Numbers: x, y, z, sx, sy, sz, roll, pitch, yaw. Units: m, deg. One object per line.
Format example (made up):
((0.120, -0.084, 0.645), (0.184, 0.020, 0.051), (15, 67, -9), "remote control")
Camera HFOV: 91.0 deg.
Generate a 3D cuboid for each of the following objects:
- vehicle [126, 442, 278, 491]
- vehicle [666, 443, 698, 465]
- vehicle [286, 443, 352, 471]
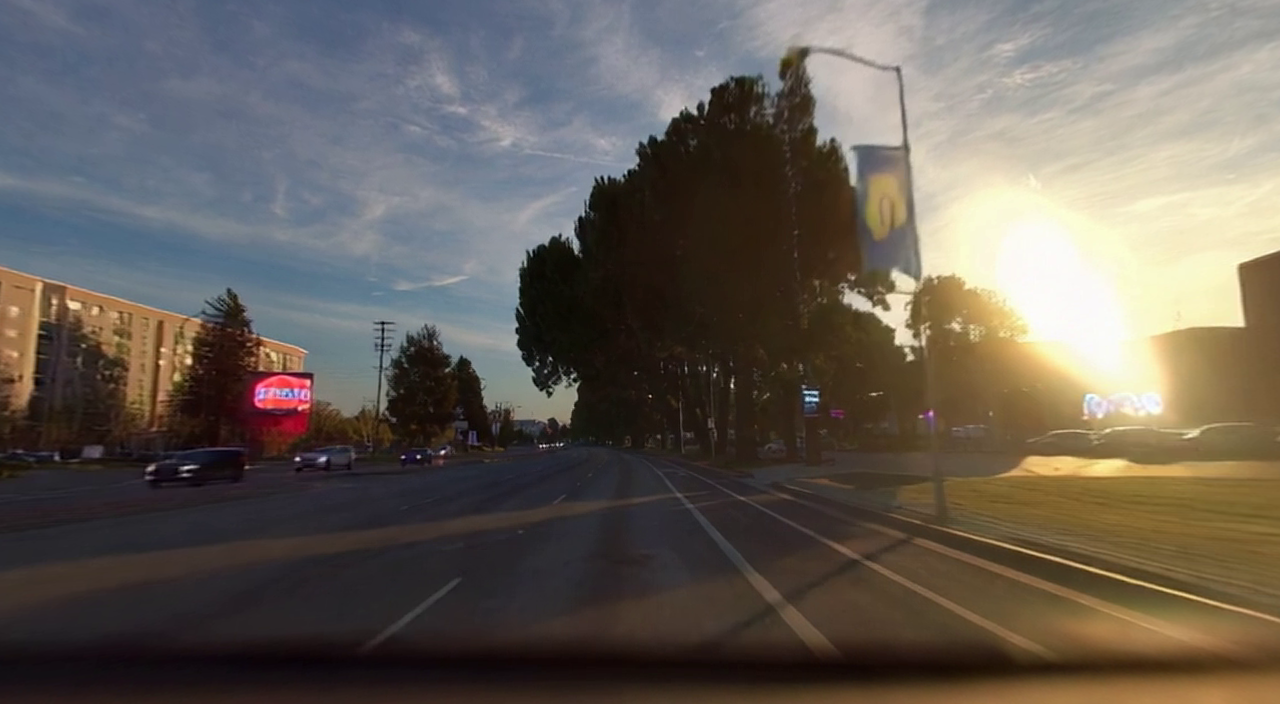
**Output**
((-14.488, 3.784, 21.216), (1.907, 1.469, 4.441), (0, -9, 0), "vehicle")
((3.146, 7.733, 47.810), (1.992, 1.513, 4.683), (1, -8, -1), "vehicle")
((-20.806, 6.800, 41.026), (1.963, 1.694, 4.535), (0, -9, -1), "vehicle")
